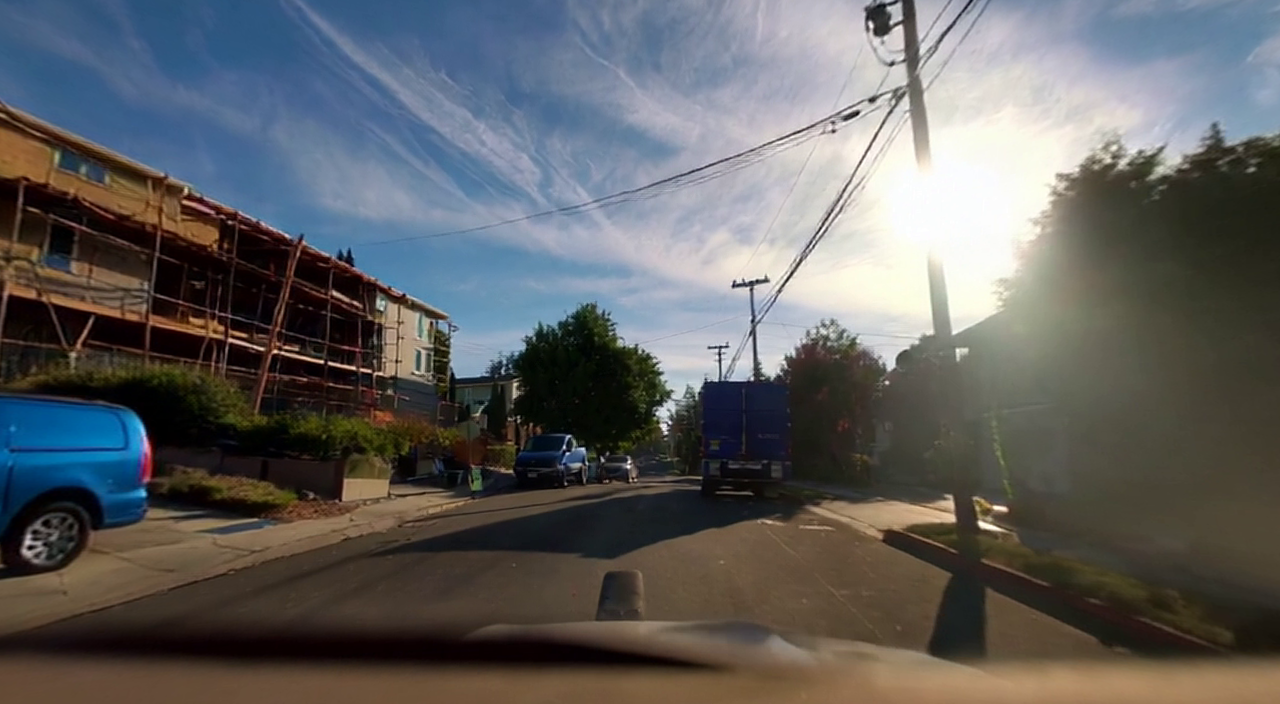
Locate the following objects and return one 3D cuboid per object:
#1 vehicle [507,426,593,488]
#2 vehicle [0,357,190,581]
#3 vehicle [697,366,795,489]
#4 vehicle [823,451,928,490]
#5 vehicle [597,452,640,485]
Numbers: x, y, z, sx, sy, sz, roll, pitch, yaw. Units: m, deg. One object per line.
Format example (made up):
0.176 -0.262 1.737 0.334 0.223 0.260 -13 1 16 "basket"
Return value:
-3.342 3.949 24.397 2.171 1.910 4.789 -2 -4 5 "vehicle"
-6.811 0.877 4.545 2.238 1.895 5.648 -2 -9 11 "vehicle"
3.724 3.228 24.603 2.915 3.793 9.963 0 -11 5 "vehicle"
13.290 6.712 35.868 5.321 1.857 1.976 -1 -3 12 "vehicle"
-1.317 7.501 40.986 2.257 1.916 5.089 -1 -8 5 "vehicle"
